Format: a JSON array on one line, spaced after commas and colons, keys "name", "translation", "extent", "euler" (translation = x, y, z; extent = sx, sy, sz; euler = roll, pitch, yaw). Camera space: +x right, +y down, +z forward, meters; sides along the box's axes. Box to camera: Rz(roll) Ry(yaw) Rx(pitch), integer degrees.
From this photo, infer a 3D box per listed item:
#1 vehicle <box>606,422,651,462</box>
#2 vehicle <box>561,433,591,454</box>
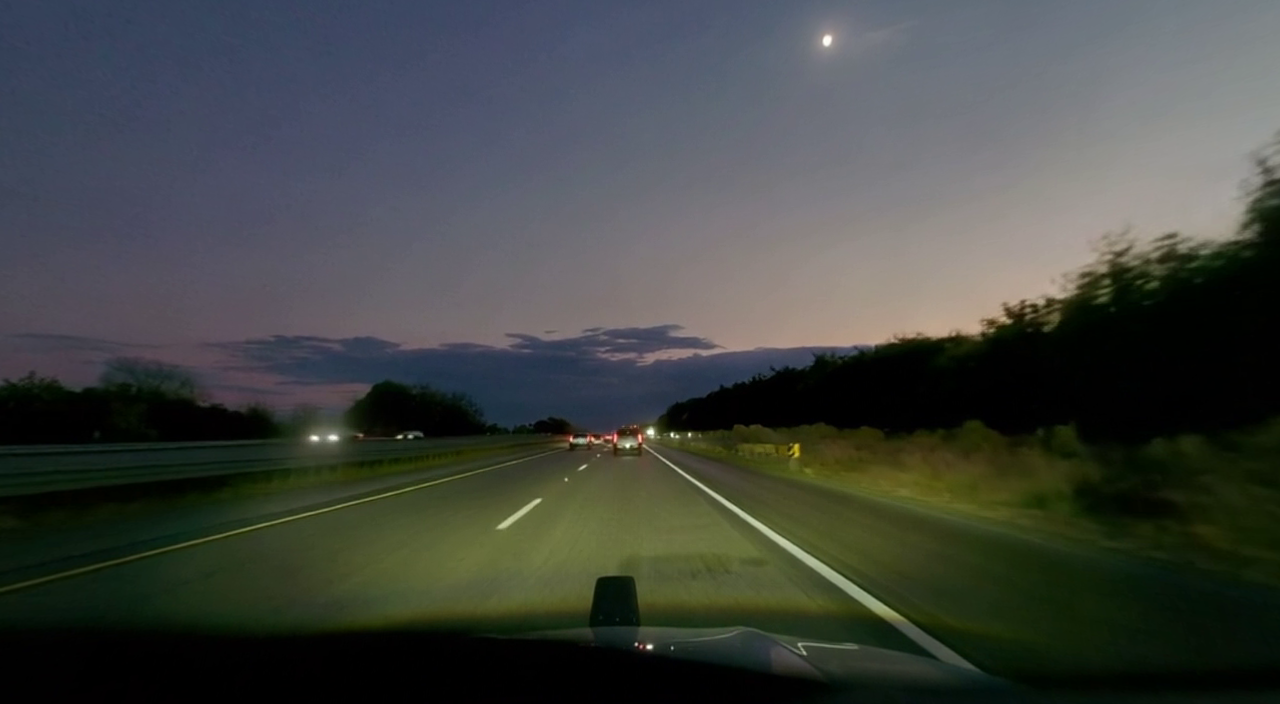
[{"name": "vehicle", "translation": [-0.630, 4.805, 33.565], "extent": [2.223, 1.957, 4.416], "euler": [0, -8, -1]}, {"name": "vehicle", "translation": [-4.985, 7.197, 49.440], "extent": [2.062, 1.567, 4.117], "euler": [0, -8, -2]}]
